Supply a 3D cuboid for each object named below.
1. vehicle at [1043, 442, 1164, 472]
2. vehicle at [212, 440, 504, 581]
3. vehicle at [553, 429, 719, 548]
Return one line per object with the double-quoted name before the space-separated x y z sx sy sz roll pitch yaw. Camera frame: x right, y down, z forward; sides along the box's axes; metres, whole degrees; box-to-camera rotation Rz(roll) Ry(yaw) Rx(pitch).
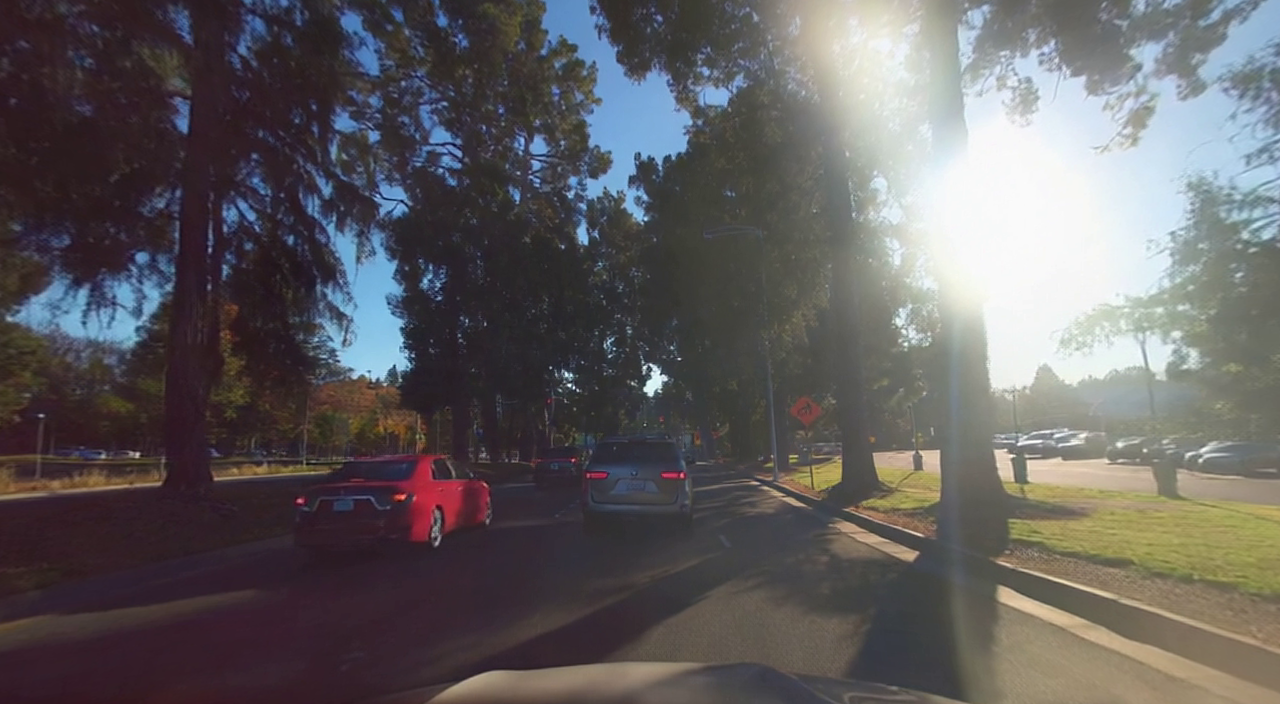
"vehicle" 28.282 6.404 38.637 5.955 1.702 2.166 1 -8 -6
"vehicle" -3.463 1.998 8.914 1.922 1.464 4.424 0 -8 2
"vehicle" -0.035 2.144 10.557 2.229 1.591 3.897 0 -8 1
